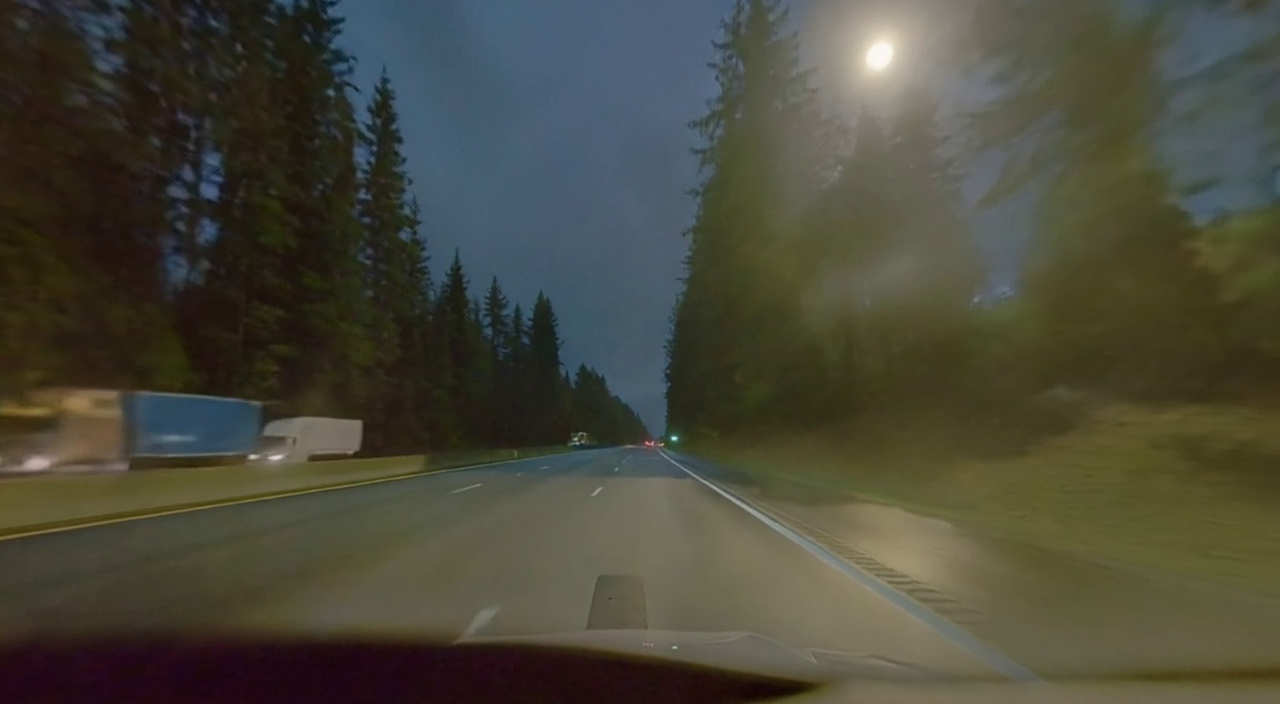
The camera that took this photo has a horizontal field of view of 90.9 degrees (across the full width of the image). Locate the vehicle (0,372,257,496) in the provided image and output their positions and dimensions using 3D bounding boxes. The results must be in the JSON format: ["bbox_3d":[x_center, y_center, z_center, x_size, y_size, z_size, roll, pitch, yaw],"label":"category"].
[{"bbox_3d":[-17.123,2.800,21.234,2.750,3.286,8.975,0,-8,0],"label":"vehicle"}]

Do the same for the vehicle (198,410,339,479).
[{"bbox_3d":[-17.054,4.311,29.528,3.035,2.895,5.629,0,-8,1],"label":"vehicle"}]
